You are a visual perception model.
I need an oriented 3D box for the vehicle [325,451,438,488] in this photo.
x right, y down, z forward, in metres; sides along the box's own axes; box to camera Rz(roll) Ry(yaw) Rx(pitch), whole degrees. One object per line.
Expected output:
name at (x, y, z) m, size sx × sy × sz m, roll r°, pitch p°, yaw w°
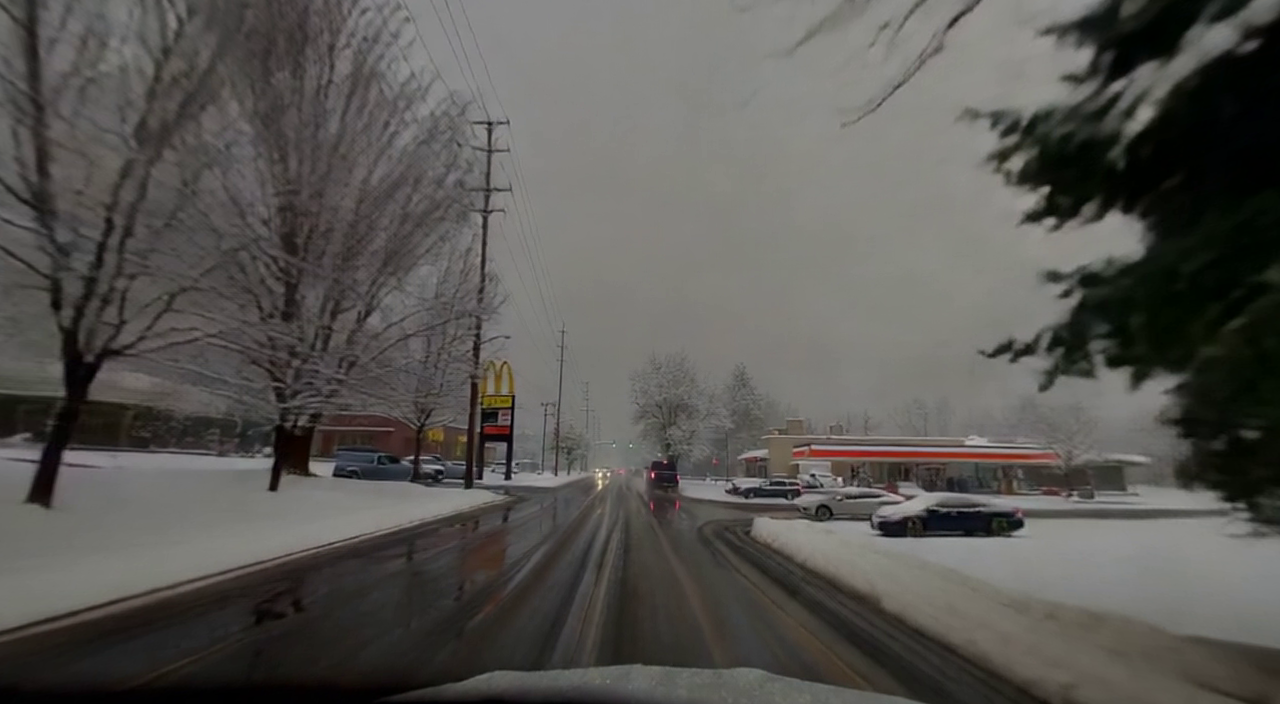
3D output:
vehicle at (-12.564, 5.737, 30.792) m, size 4.575 × 1.641 × 2.006 m, roll 11°, pitch -14°, yaw -43°

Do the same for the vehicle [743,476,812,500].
vehicle at (9.025, 8.974, 41.621) m, size 4.123 × 1.446 × 1.807 m, roll 2°, pitch -10°, yaw -3°

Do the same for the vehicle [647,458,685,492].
vehicle at (1.688, 8.313, 42.816) m, size 2.153 × 2.074 × 5.188 m, roll 1°, pitch -10°, yaw -2°

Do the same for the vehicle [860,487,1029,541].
vehicle at (9.473, 5.067, 19.866) m, size 4.316 × 1.462 × 1.921 m, roll 2°, pitch -10°, yaw -3°

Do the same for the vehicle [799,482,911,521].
vehicle at (9.223, 6.453, 27.271) m, size 4.169 × 1.474 × 1.850 m, roll 1°, pitch -10°, yaw -3°
